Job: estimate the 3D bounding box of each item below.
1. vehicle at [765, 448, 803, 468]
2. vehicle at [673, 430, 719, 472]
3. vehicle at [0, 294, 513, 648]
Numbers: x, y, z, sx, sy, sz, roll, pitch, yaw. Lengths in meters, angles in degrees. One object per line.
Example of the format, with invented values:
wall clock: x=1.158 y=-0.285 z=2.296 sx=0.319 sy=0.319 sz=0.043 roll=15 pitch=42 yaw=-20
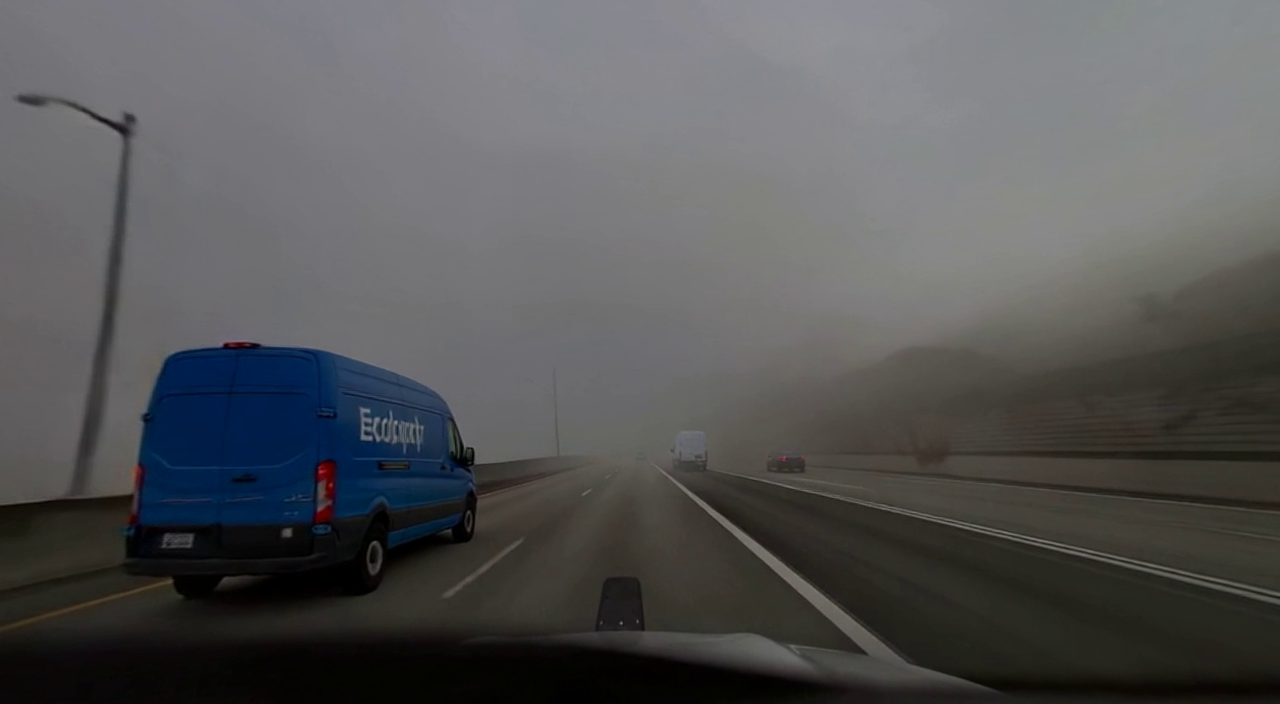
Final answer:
vehicle: x=11.130 y=8.183 z=48.871 sx=1.870 sy=1.497 sz=3.886 roll=0 pitch=-9 yaw=-2
vehicle: x=3.591 y=6.569 z=41.726 sx=2.373 sy=2.561 sz=5.922 roll=0 pitch=-9 yaw=-1
vehicle: x=-3.435 y=1.304 z=7.688 sx=2.409 sy=2.523 sz=6.275 roll=0 pitch=-9 yaw=0
